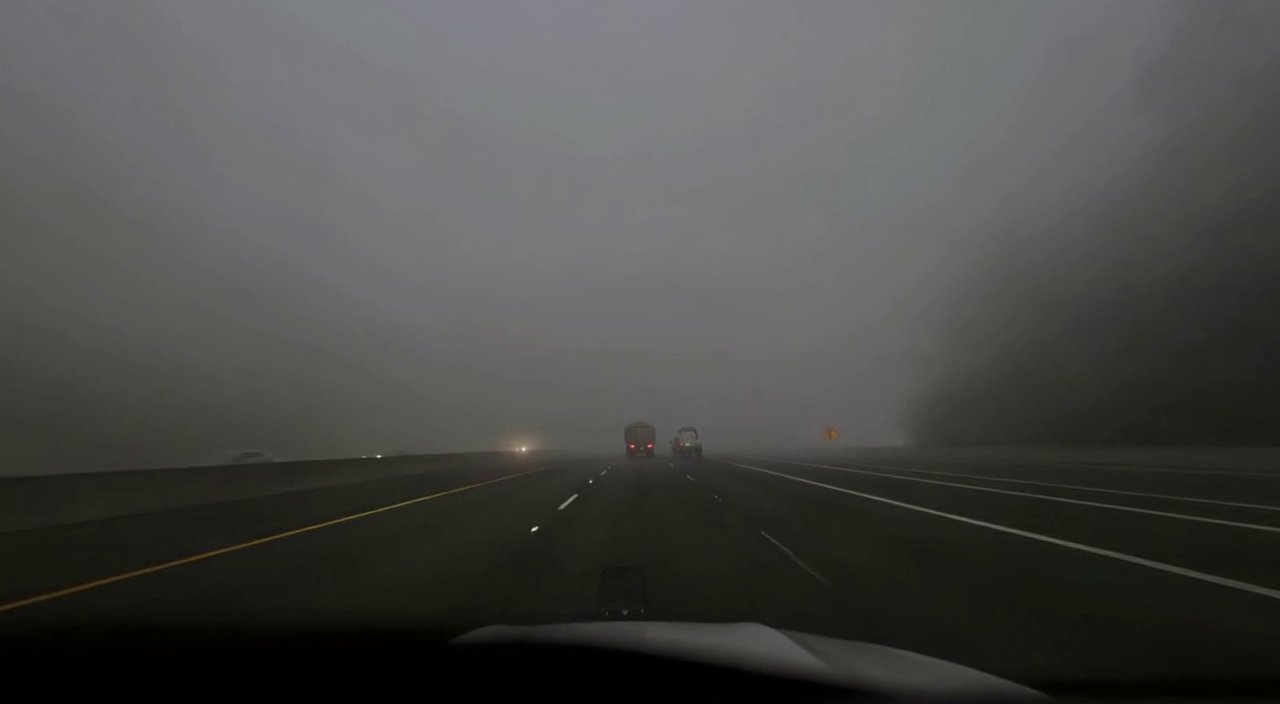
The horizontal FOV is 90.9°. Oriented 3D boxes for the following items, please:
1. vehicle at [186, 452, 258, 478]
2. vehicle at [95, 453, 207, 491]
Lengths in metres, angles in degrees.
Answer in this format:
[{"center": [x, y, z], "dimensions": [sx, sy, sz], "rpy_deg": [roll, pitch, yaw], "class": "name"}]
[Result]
[{"center": [-30.933, 8.323, 46.837], "dimensions": [2.165, 1.749, 4.673], "rpy_deg": [0, -8, 0], "class": "vehicle"}, {"center": [-23.498, 5.732, 30.531], "dimensions": [1.928, 1.618, 4.351], "rpy_deg": [0, -8, 0], "class": "vehicle"}]
